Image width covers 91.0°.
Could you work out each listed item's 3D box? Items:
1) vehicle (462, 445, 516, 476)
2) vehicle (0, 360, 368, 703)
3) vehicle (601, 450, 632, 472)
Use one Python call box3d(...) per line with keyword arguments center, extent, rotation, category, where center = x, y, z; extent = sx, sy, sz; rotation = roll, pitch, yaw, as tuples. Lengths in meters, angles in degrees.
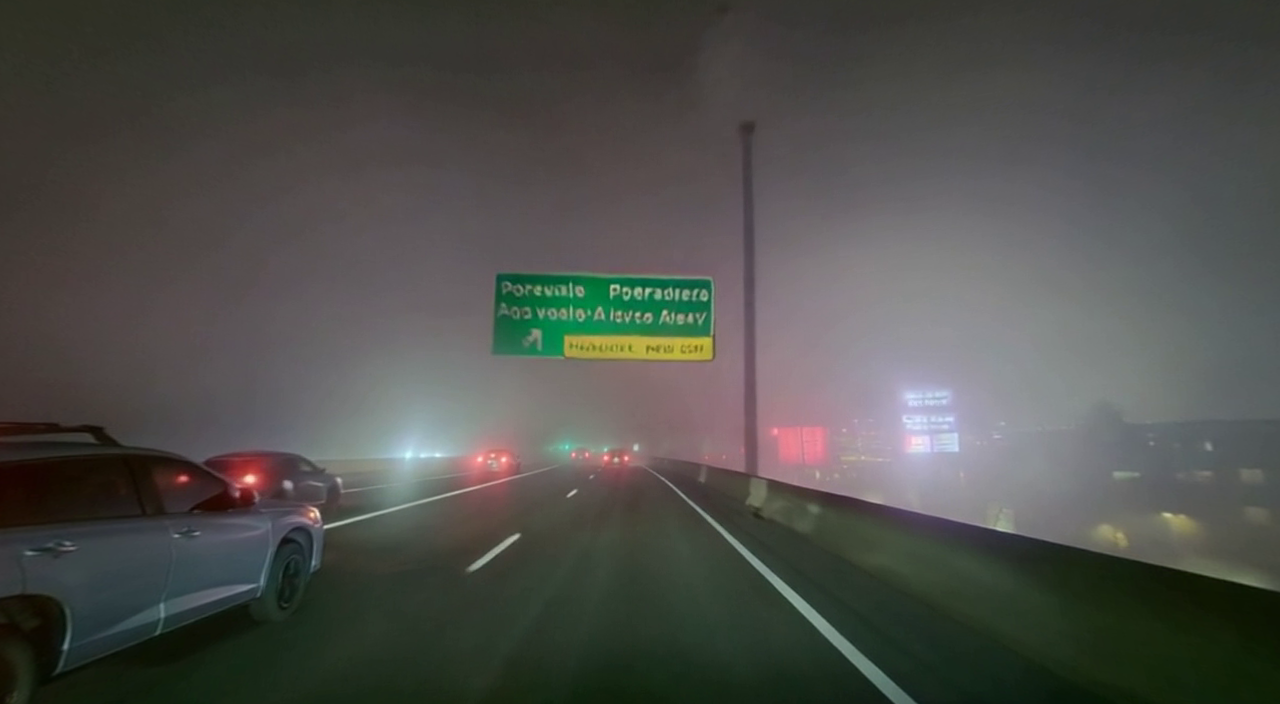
box3d(center=(-8.657, 6.264, 36.557), extent=(2.065, 1.689, 4.399), rotation=(0, -9, -1), category="vehicle")
box3d(center=(-3.587, 1.048, 3.495), extent=(2.036, 1.717, 4.592), rotation=(0, -9, 1), category="vehicle")
box3d(center=(-1.677, 7.724, 44.874), extent=(2.110, 1.501, 4.319), rotation=(0, -9, -2), category="vehicle")
